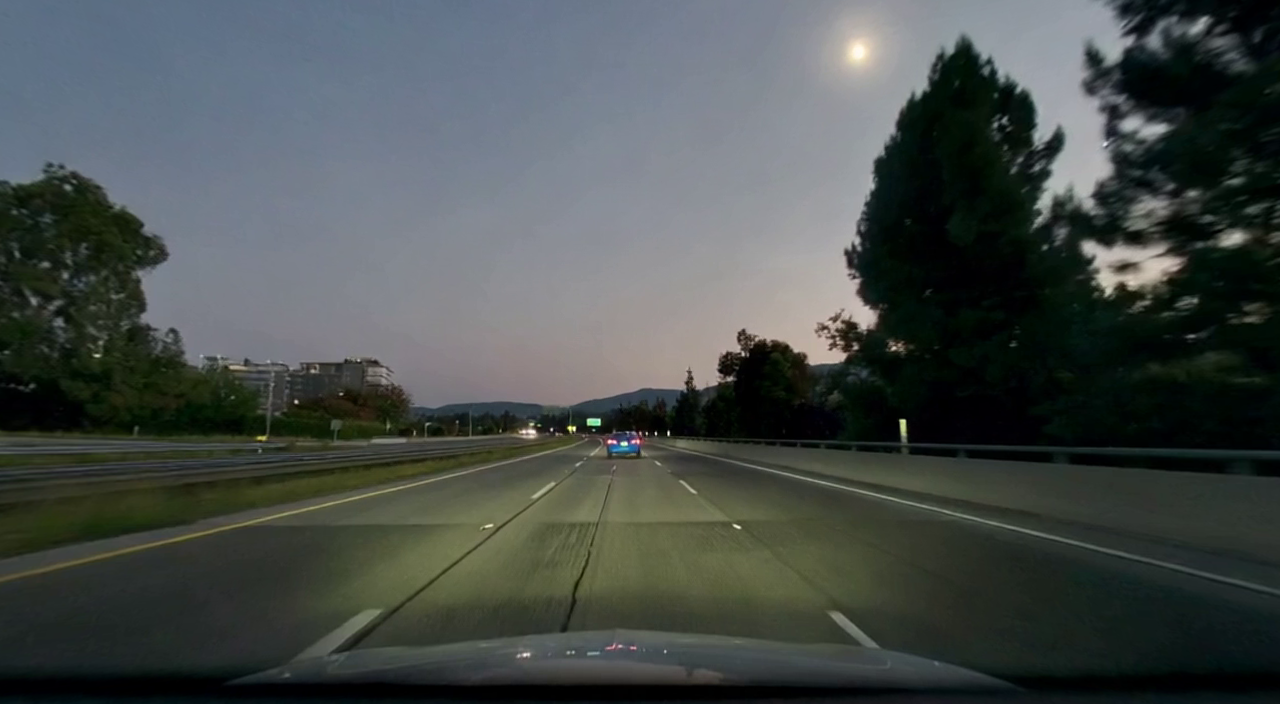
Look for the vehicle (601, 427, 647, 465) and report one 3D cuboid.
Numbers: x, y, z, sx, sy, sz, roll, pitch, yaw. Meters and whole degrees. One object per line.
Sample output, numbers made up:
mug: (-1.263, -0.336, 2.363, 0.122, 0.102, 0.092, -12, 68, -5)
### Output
vehicle: (-0.804, 4.416, 29.710, 2.020, 1.633, 3.942, 0, -8, -3)
